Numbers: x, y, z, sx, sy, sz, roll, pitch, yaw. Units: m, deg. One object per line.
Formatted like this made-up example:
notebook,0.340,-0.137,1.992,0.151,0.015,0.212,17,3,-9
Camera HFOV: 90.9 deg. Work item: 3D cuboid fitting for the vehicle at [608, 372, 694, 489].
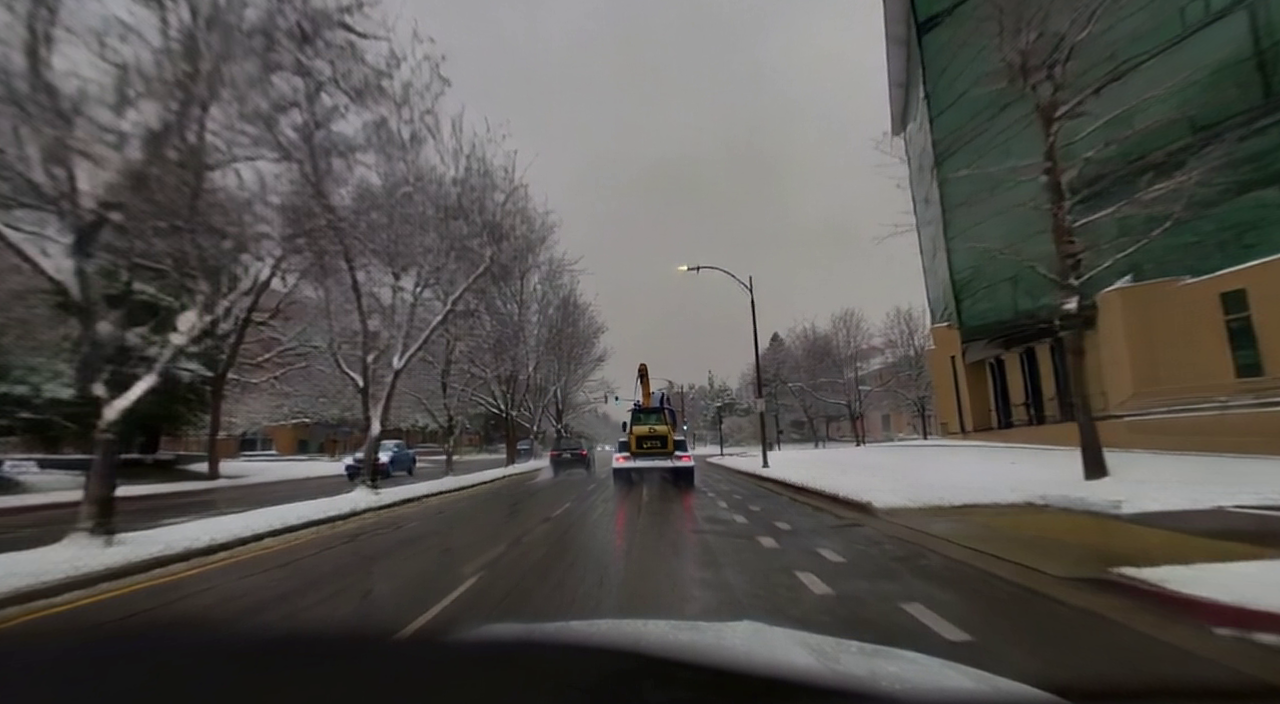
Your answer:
vehicle,0.268,3.165,24.493,2.552,3.461,11.044,-1,-8,-1

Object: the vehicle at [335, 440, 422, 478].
vehicle,-14.756,6.065,36.136,2.225,1.946,6.187,0,-9,1

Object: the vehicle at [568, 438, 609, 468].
vehicle,-3.048,6.088,38.192,2.081,1.688,4.235,0,-9,1
